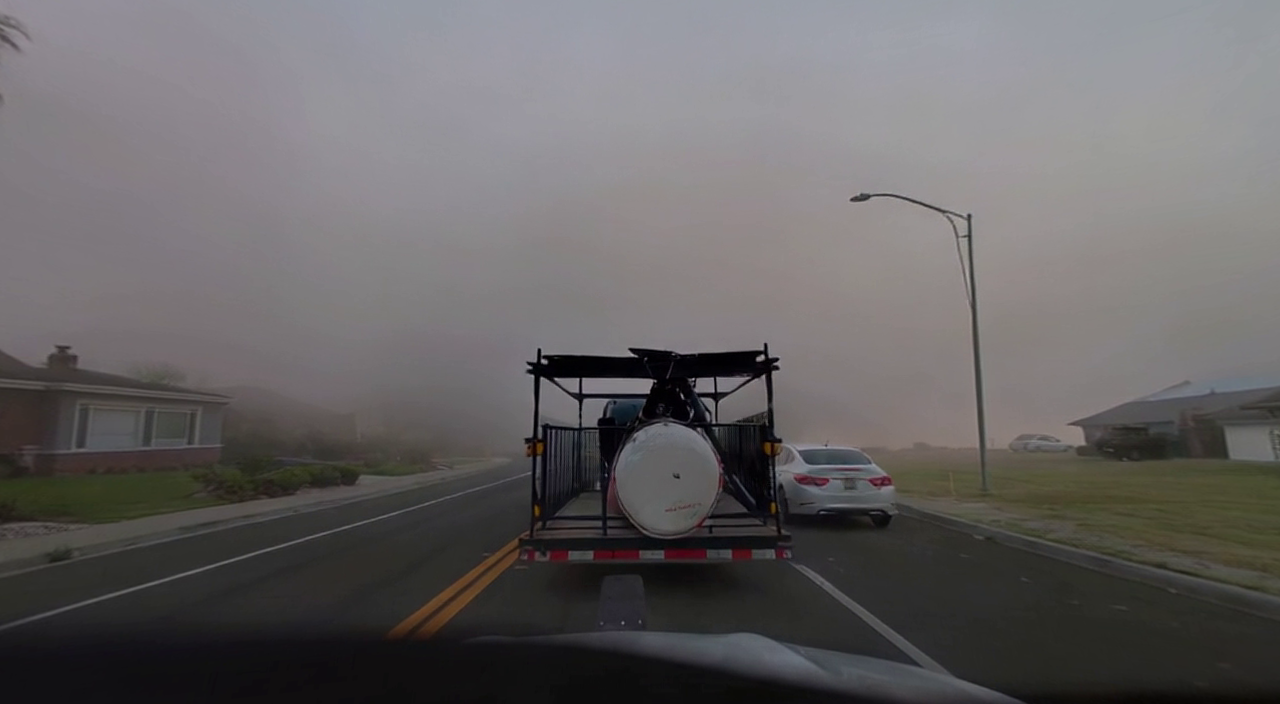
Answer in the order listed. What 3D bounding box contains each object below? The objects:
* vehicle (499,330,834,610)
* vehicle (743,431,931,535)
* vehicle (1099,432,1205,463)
[{"bbox_3d":[0.187,1.430,8.492,2.728,2.305,6.506,0,-8,-1],"label":"vehicle"},{"bbox_3d":[3.223,2.217,11.282,2.010,1.499,4.107,0,-8,0],"label":"vehicle"},{"bbox_3d":[28.544,5.332,35.177,4.193,1.633,1.928,-5,-9,26],"label":"vehicle"}]
